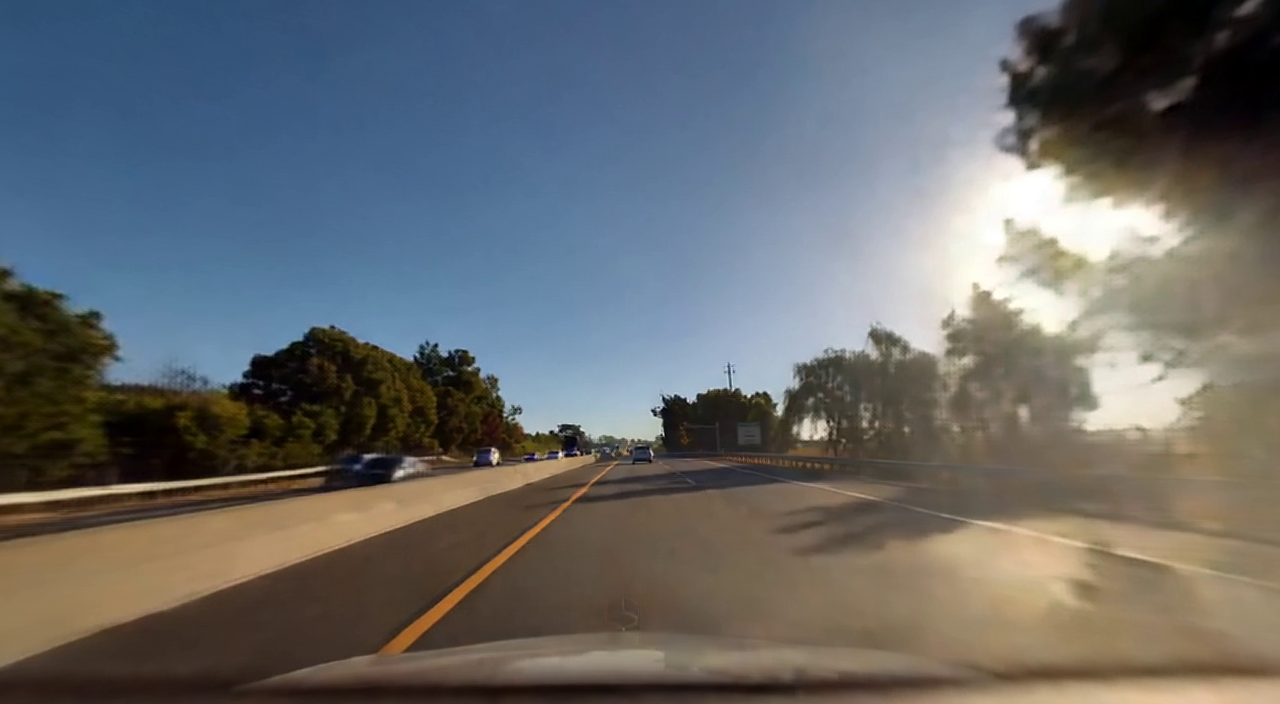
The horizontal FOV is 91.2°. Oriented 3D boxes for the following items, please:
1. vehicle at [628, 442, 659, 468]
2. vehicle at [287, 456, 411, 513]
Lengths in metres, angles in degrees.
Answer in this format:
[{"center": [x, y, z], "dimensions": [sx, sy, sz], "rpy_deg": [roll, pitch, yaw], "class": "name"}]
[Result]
[{"center": [0.252, 7.297, 44.465], "dimensions": [2.098, 1.692, 4.038], "rpy_deg": [0, -9, 0], "class": "vehicle"}, {"center": [-8.776, 4.002, 19.332], "dimensions": [1.919, 1.491, 3.932], "rpy_deg": [0, -9, 0], "class": "vehicle"}]
